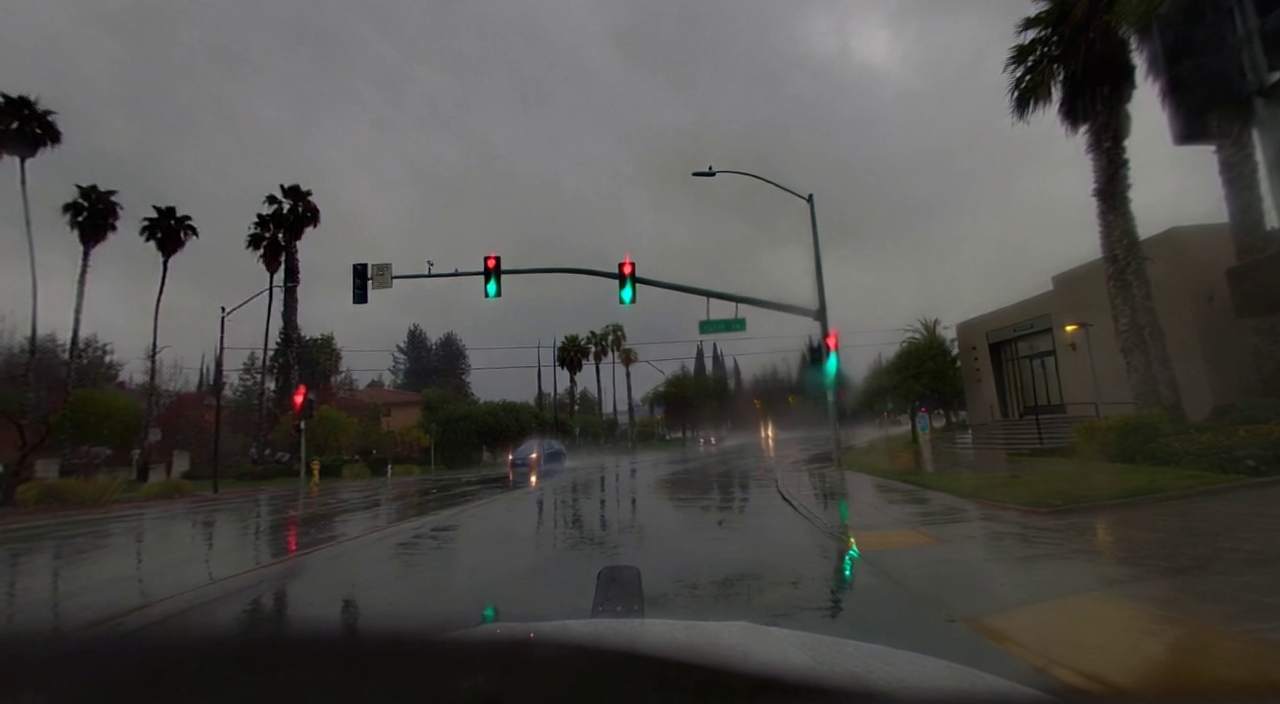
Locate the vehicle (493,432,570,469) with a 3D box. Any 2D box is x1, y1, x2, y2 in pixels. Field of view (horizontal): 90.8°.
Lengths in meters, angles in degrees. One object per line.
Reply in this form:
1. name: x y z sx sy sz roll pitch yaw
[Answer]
1. vehicle: -5.657 5.231 33.660 2.181 1.792 4.648 -3 -9 16
